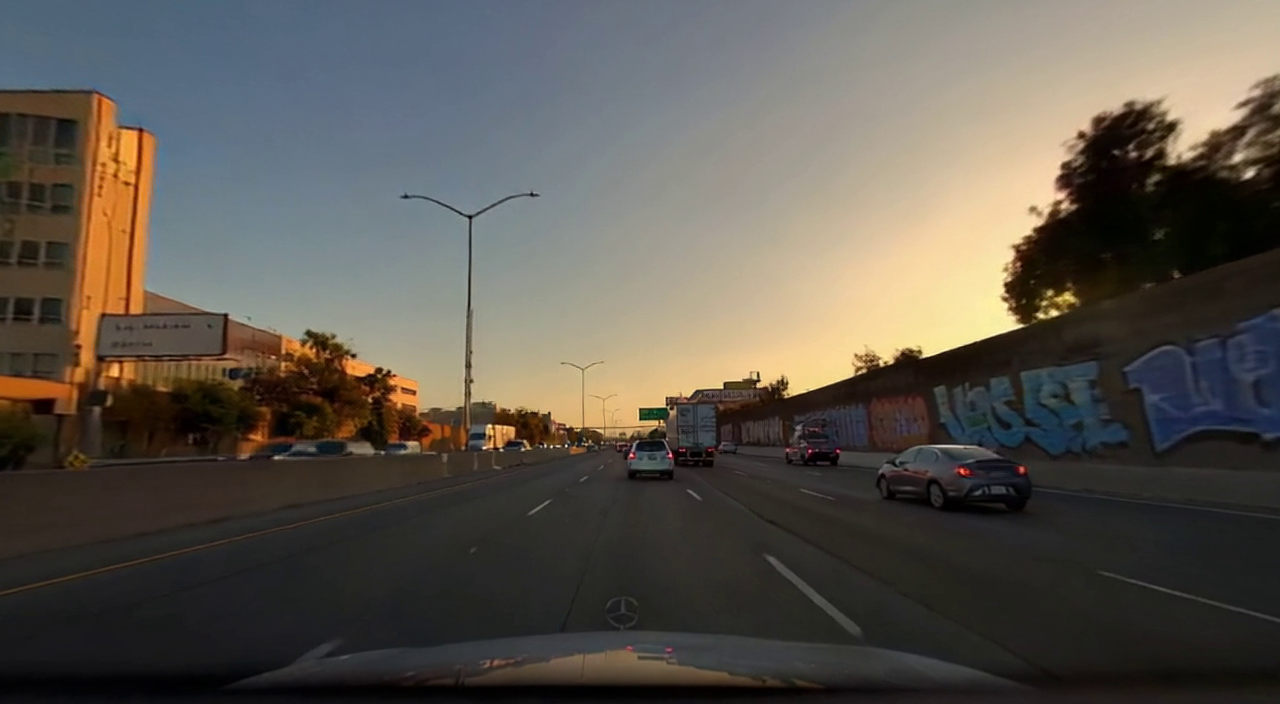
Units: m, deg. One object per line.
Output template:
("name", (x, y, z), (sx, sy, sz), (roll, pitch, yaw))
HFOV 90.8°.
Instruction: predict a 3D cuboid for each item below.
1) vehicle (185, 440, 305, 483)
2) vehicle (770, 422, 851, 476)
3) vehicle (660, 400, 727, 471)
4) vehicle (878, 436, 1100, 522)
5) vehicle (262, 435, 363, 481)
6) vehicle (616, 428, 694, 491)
("vehicle", (-14.210, 3.946, 22.995), (2.065, 1.401, 3.497), (0, -9, 0))
("vehicle", (8.251, 4.813, 31.433), (2.322, 2.360, 6.433), (0, -9, 1))
("vehicle", (3.034, 5.268, 39.172), (2.976, 3.806, 10.591), (0, -9, -1))
("vehicle", (6.954, 2.565, 13.347), (1.915, 1.476, 4.677), (0, -9, -1))
("vehicle", (-10.650, 3.458, 20.794), (1.526, 1.383, 3.355), (0, -9, 0))
("vehicle", (0.342, 3.614, 21.567), (2.249, 1.843, 5.176), (0, -9, -3))
